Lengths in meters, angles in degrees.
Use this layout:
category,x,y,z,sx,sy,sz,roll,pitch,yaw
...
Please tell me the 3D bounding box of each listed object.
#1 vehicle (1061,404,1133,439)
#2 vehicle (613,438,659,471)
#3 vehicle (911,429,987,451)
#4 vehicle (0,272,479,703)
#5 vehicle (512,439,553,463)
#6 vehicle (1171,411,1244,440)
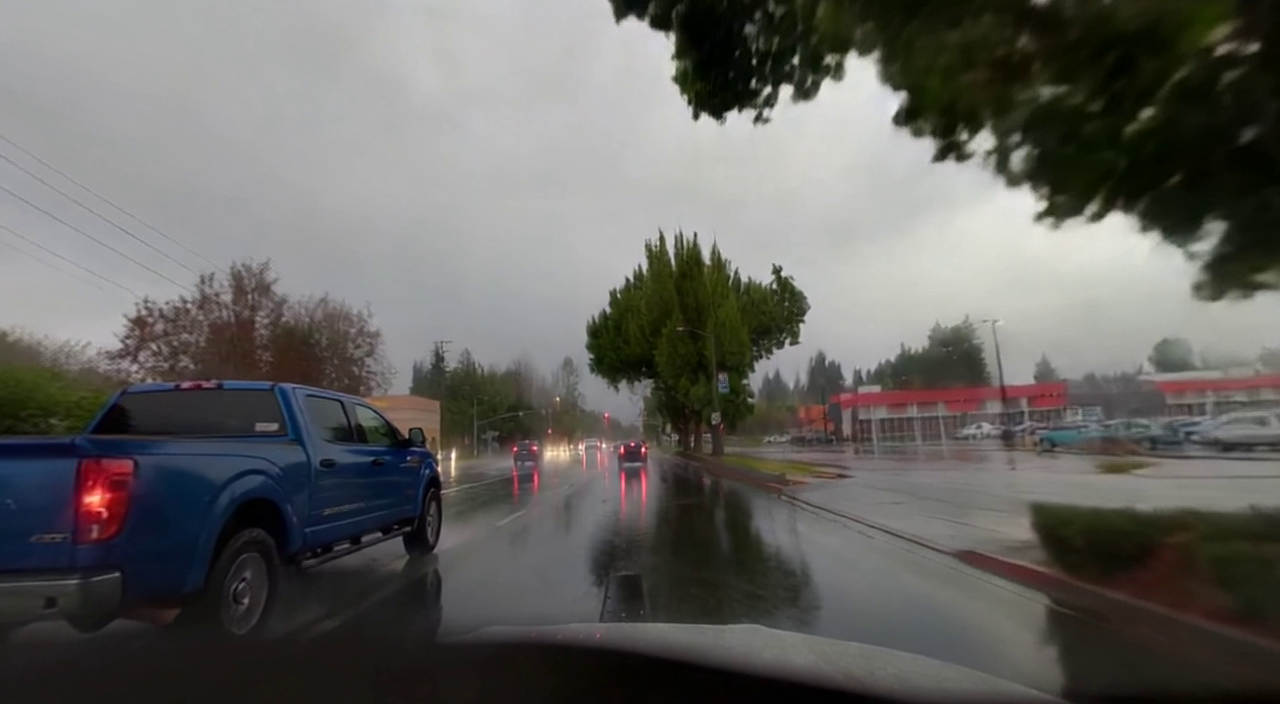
category,x,y,z,sx,sy,sz,roll,pitch,yaw
vehicle,34.795,5.347,47.771,5.297,2.323,2.378,6,-11,-31
vehicle,-0.197,5.265,32.484,2.191,1.530,4.470,0,-8,0
vehicle,22.701,6.503,46.145,4.767,1.443,1.978,-6,-10,29
vehicle,-3.688,1.159,5.391,2.552,2.079,6.810,0,-8,2
vehicle,-8.210,7.616,48.445,2.146,1.788,5.153,0,-8,1
vehicle,35.407,4.581,39.119,4.773,1.647,2.003,4,-11,-33
